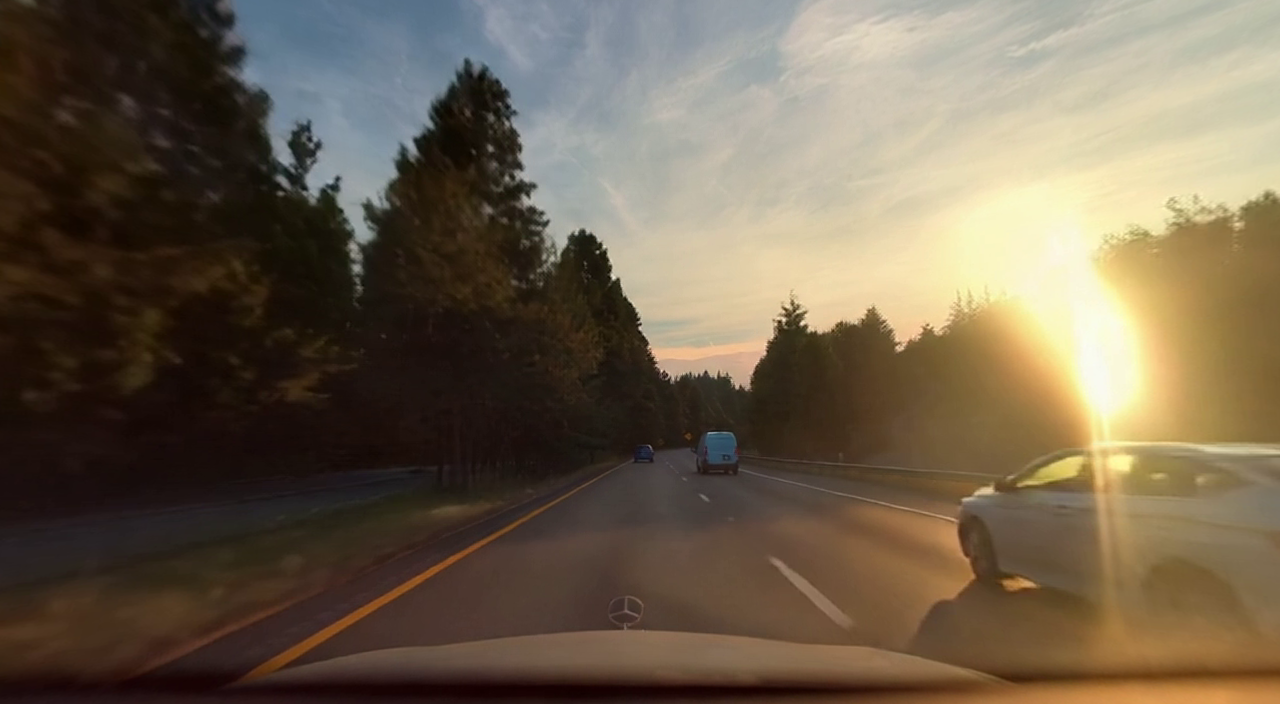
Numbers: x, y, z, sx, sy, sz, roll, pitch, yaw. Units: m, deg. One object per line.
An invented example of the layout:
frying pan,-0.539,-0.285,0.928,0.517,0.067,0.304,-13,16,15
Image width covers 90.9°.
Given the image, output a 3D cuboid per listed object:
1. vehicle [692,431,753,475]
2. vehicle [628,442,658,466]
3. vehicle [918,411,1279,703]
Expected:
vehicle,4.076,5.149,32.164,2.371,2.045,4.768,0,-9,-1
vehicle,0.255,7.584,47.067,2.087,1.707,4.316,0,-9,1
vehicle,3.951,1.175,4.096,2.043,1.431,4.922,0,-9,0
